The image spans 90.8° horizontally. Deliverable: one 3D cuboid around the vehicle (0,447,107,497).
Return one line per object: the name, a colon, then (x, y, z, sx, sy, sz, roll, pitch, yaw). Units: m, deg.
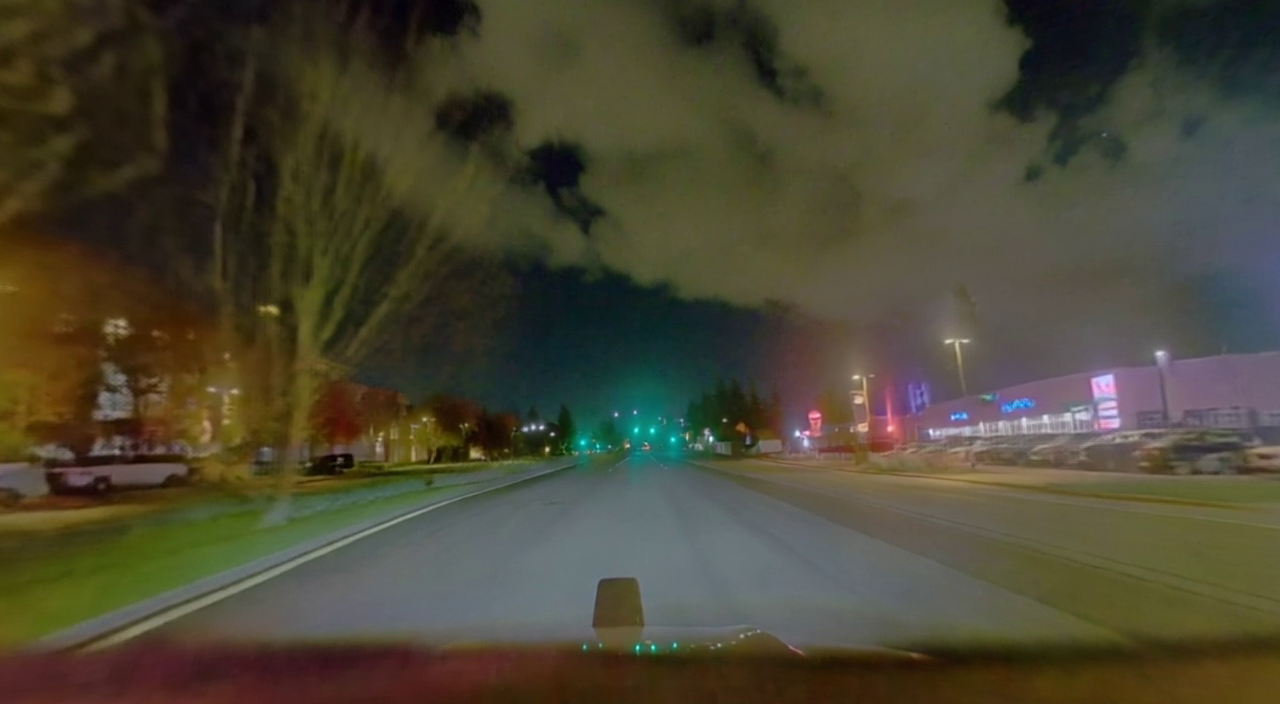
vehicle: (-24.905, 4.862, 25.345, 5.065, 1.765, 2.218, -4, -8, 0)

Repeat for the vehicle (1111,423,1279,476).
vehicle: (20.930, 3.657, 23.740, 4.845, 1.833, 2.132, -5, -10, 31)
